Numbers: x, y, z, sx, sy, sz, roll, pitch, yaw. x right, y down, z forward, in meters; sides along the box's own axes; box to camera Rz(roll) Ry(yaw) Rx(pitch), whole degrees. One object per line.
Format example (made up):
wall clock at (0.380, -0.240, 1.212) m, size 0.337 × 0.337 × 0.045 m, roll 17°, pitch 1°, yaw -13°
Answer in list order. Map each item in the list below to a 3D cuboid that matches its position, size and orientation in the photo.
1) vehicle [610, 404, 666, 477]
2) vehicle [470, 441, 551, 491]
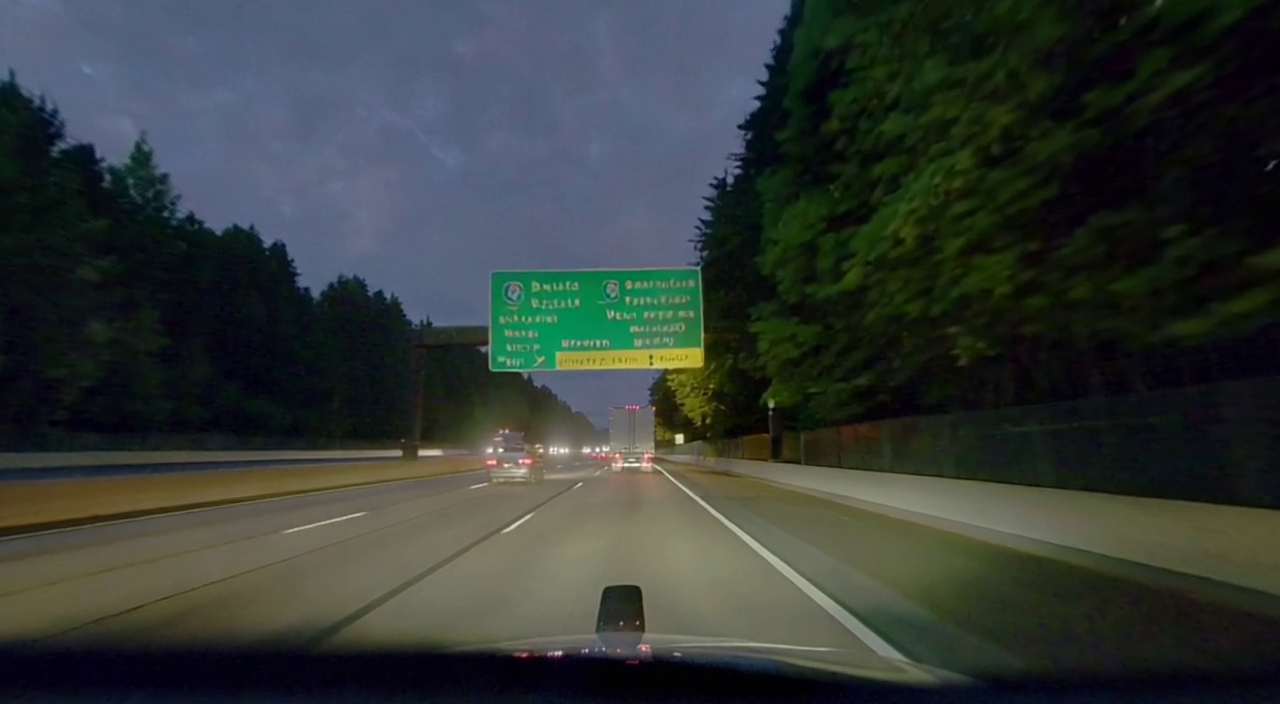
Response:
vehicle at (-0.226, 5.648, 39.534) m, size 2.976 × 3.800 × 12.335 m, roll 0°, pitch -9°, yaw -1°
vehicle at (-4.403, 3.939, 22.054) m, size 1.964 × 1.556 × 4.071 m, roll 0°, pitch -9°, yaw 0°
